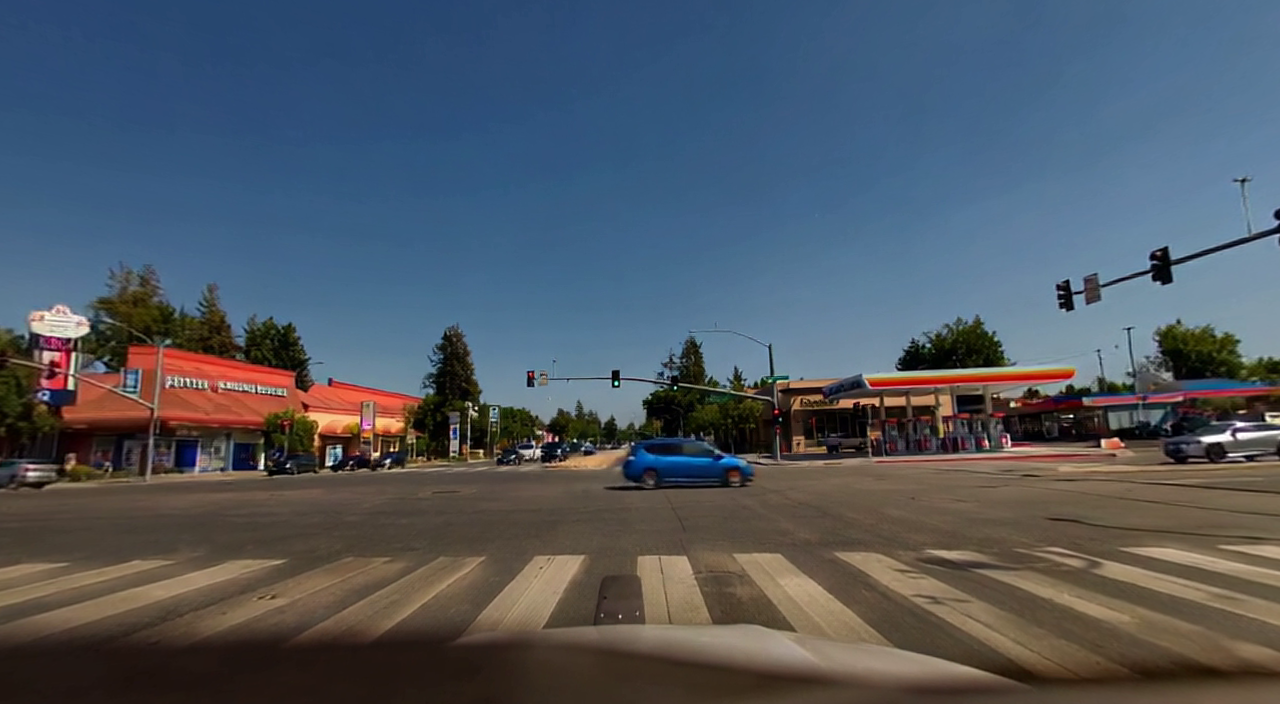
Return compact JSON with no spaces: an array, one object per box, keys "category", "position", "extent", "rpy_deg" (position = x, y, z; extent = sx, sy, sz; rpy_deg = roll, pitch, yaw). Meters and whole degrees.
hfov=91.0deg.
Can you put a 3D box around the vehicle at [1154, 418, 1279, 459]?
[{"category":"vehicle","position":[22.824,3.295,23.964],"extent":[4.696,1.483,1.898],"rpy_deg":[-1,-8,3]}]

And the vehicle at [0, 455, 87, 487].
[{"category":"vehicle","position":[-39.288,7.567,40.237],"extent":[5.789,1.893,2.169],"rpy_deg":[-1,-8,3]}]

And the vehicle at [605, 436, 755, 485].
[{"category":"vehicle","position":[1.237,3.419,19.917],"extent":[4.488,1.463,1.888],"rpy_deg":[-1,-8,4]}]
